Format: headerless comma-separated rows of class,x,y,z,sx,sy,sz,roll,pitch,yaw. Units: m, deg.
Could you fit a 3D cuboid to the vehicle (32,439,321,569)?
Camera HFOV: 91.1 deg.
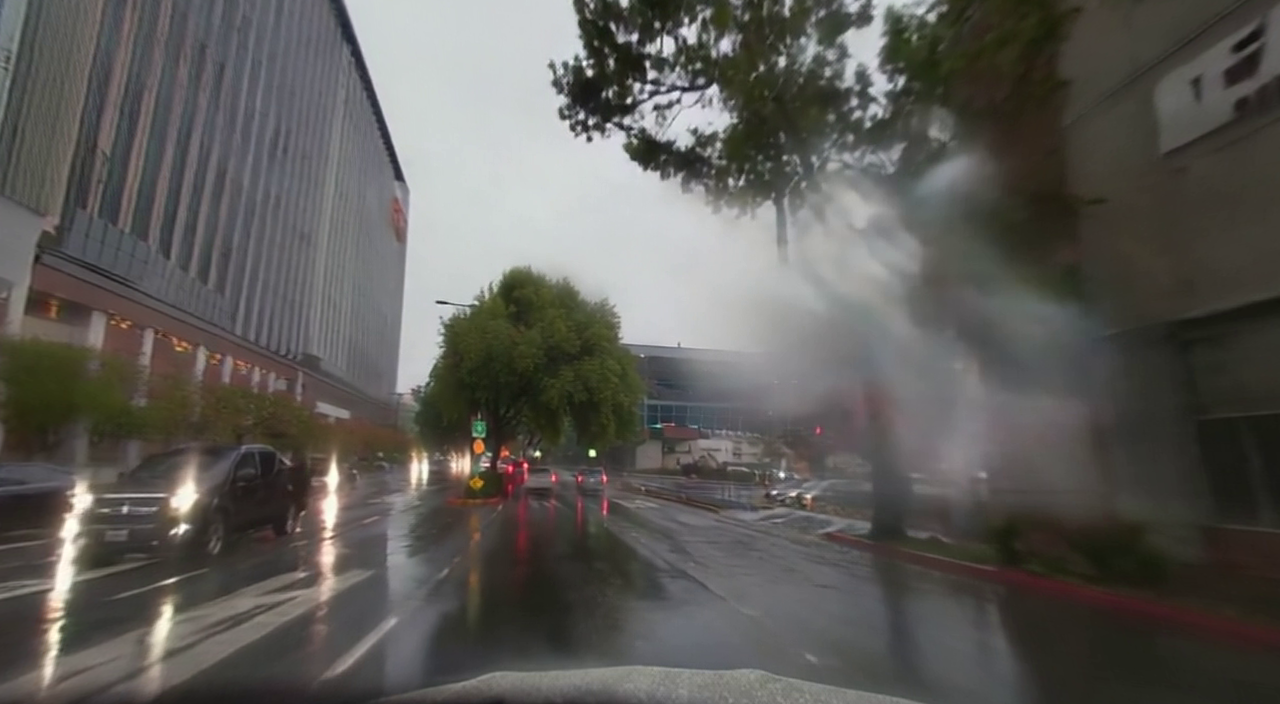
vehicle,-7.393,2.468,10.794,2.011,1.701,4.519,2,-11,-9

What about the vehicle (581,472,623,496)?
vehicle,-2.115,7.175,34.206,1.775,1.186,2.933,3,-11,-12

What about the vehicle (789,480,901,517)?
vehicle,9.010,6.462,27.811,4.302,1.456,1.832,1,-10,-3

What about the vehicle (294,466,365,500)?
vehicle,-14.209,5.990,28.959,1.839,1.456,3.859,3,-11,-10

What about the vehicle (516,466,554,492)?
vehicle,-6.407,7.653,38.047,2.005,1.498,3.643,3,-11,-13
